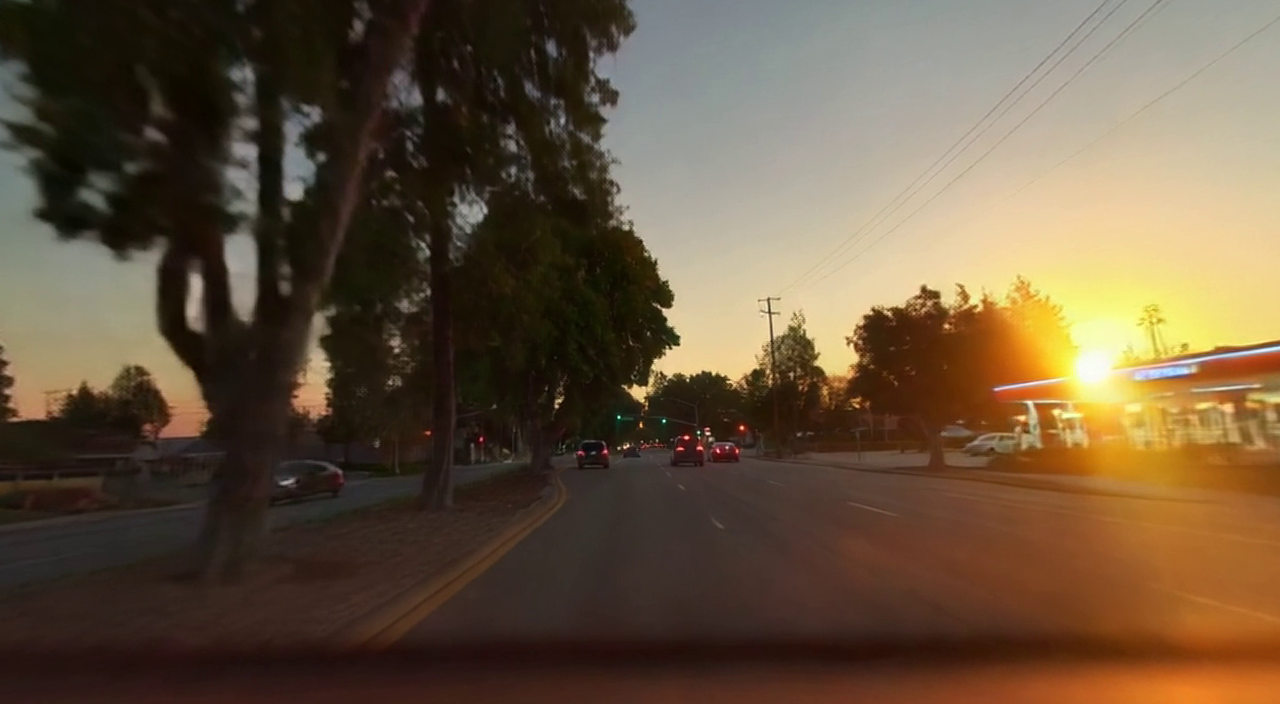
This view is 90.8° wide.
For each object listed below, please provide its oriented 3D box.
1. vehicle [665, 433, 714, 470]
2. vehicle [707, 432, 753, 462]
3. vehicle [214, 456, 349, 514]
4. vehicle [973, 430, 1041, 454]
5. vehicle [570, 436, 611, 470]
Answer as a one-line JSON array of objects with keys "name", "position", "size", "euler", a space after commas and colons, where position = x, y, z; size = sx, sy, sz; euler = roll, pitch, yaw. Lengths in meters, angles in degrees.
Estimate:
[{"name": "vehicle", "position": [2.584, 5.372, 34.244], "size": [2.140, 1.800, 4.660], "euler": [0, -8, -2]}, {"name": "vehicle", "position": [6.865, 7.338, 48.799], "size": [2.510, 2.176, 5.527], "euler": [0, -8, -2]}, {"name": "vehicle", "position": [-11.943, 4.416, 21.477], "size": [1.934, 1.674, 4.445], "euler": [0, -8, 1]}, {"name": "vehicle", "position": [24.199, 5.971, 41.879], "size": [1.805, 1.460, 4.326], "euler": [0, -8, -2]}, {"name": "vehicle", "position": [-2.958, 5.964, 37.471], "size": [2.261, 1.820, 4.255], "euler": [1, -8, -5]}]
